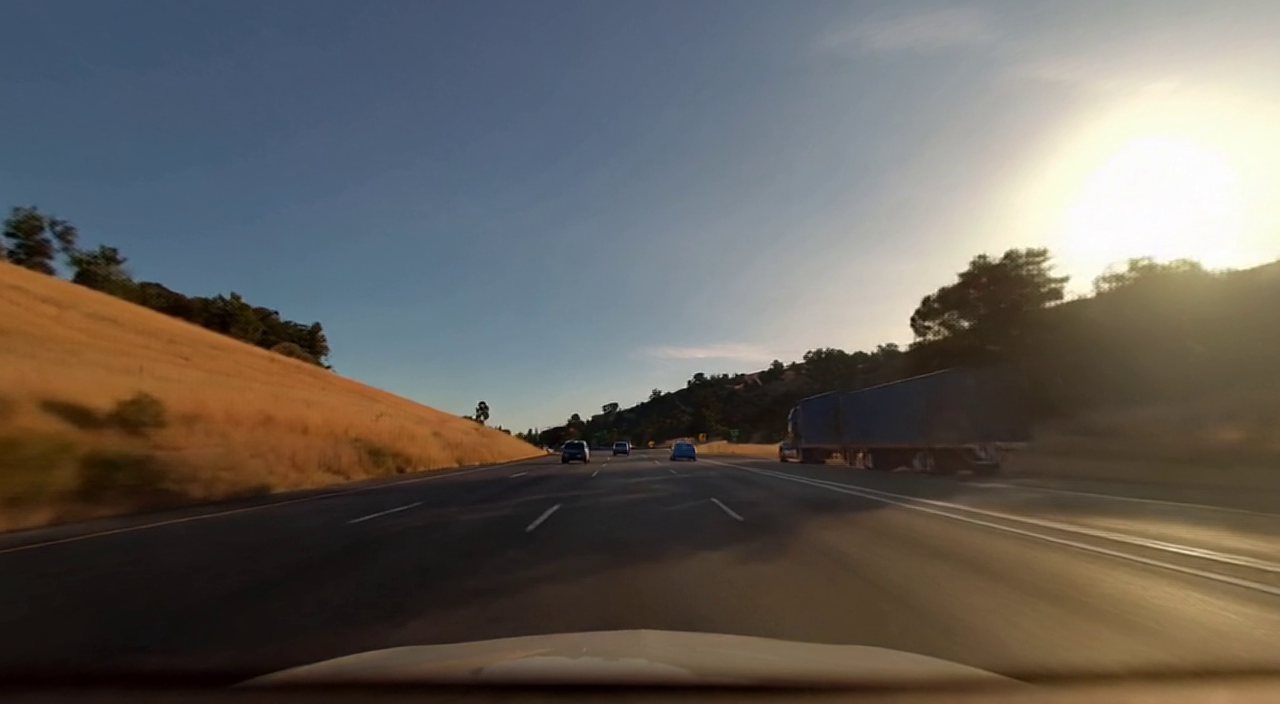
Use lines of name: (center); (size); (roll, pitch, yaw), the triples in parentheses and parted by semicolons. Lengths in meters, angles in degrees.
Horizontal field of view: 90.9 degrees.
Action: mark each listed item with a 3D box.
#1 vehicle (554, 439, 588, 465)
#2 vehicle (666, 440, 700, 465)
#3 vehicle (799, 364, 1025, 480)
vehicle: (-5.077, 7.464, 47.225); (2.120, 1.855, 4.619); (0, -8, -1)
vehicle: (3.066, 7.230, 45.525); (1.995, 1.712, 4.206); (0, -8, -3)
vehicle: (11.783, 3.713, 30.786); (2.953, 4.129, 16.568); (0, -8, -3)
